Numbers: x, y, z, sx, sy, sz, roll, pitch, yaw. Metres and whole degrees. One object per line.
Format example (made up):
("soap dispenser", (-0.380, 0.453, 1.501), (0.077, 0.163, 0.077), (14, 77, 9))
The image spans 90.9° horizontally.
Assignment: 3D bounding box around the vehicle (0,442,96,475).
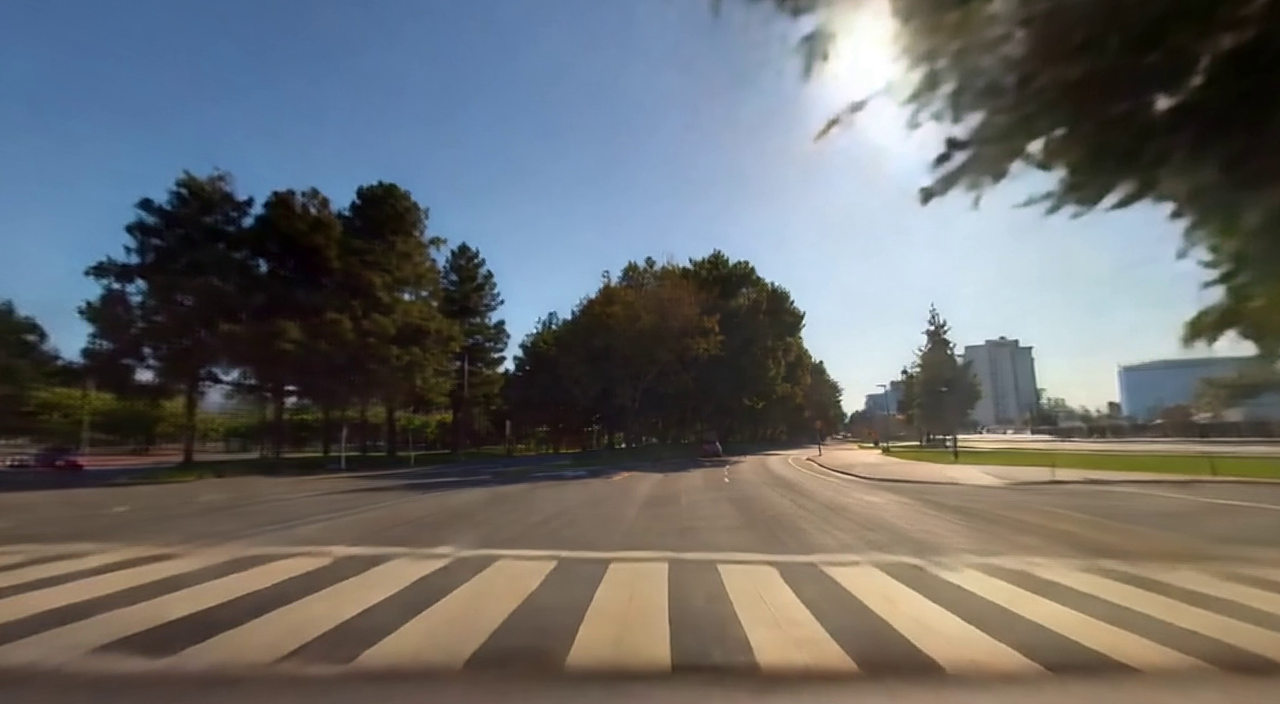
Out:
("vehicle", (-33.562, 5.927, 35.396), (4.787, 1.709, 2.164), (-2, -8, 16))
